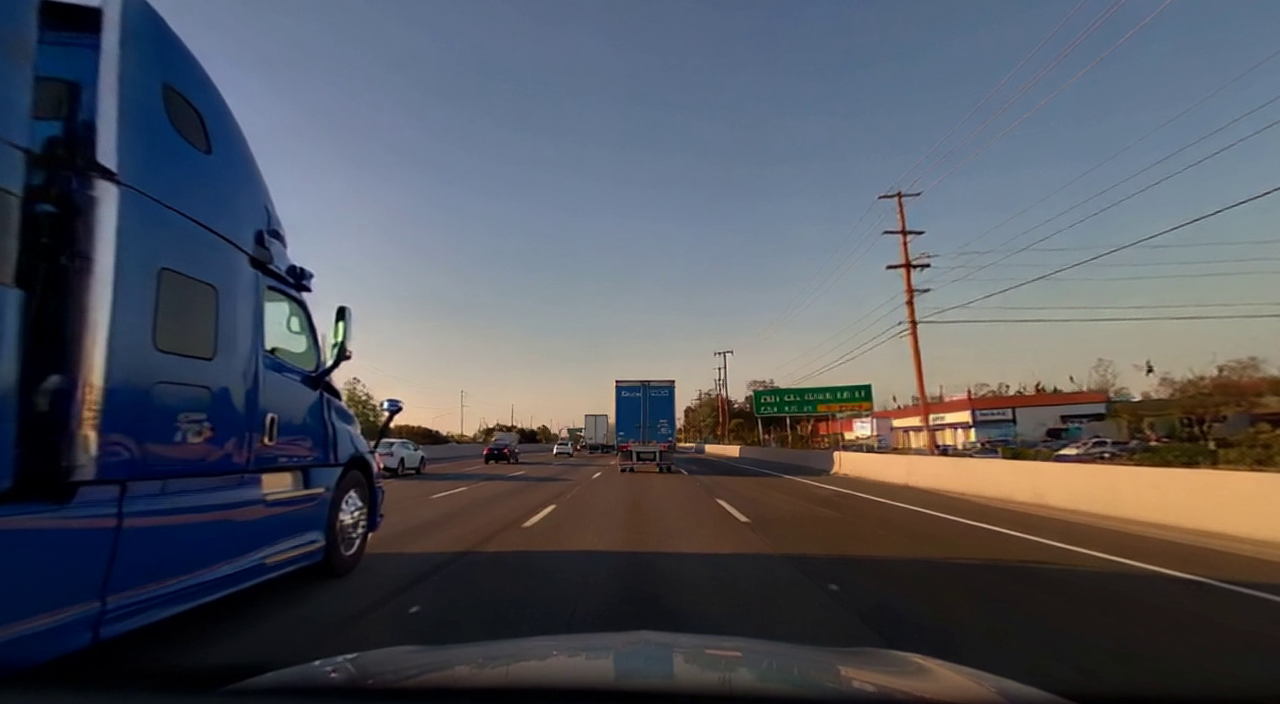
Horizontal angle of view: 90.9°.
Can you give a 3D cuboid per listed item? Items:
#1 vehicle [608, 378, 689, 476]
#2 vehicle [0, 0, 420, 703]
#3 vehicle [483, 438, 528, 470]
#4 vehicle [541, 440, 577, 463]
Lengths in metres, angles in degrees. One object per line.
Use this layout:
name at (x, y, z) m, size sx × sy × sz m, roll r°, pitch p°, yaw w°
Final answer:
vehicle at (0.270, 3.481, 28.092) m, size 2.941 × 3.604 × 9.851 m, roll 0°, pitch -9°, yaw 0°
vehicle at (-4.030, -0.046, 2.425) m, size 3.061 × 3.891 × 8.658 m, roll 0°, pitch -9°, yaw 1°
vehicle at (-7.041, 5.349, 33.238) m, size 1.736 × 1.580 × 2.778 m, roll 0°, pitch -9°, yaw 0°
vehicle at (-5.423, 6.722, 42.783) m, size 1.933 × 1.459 × 4.478 m, roll 0°, pitch -9°, yaw -2°
